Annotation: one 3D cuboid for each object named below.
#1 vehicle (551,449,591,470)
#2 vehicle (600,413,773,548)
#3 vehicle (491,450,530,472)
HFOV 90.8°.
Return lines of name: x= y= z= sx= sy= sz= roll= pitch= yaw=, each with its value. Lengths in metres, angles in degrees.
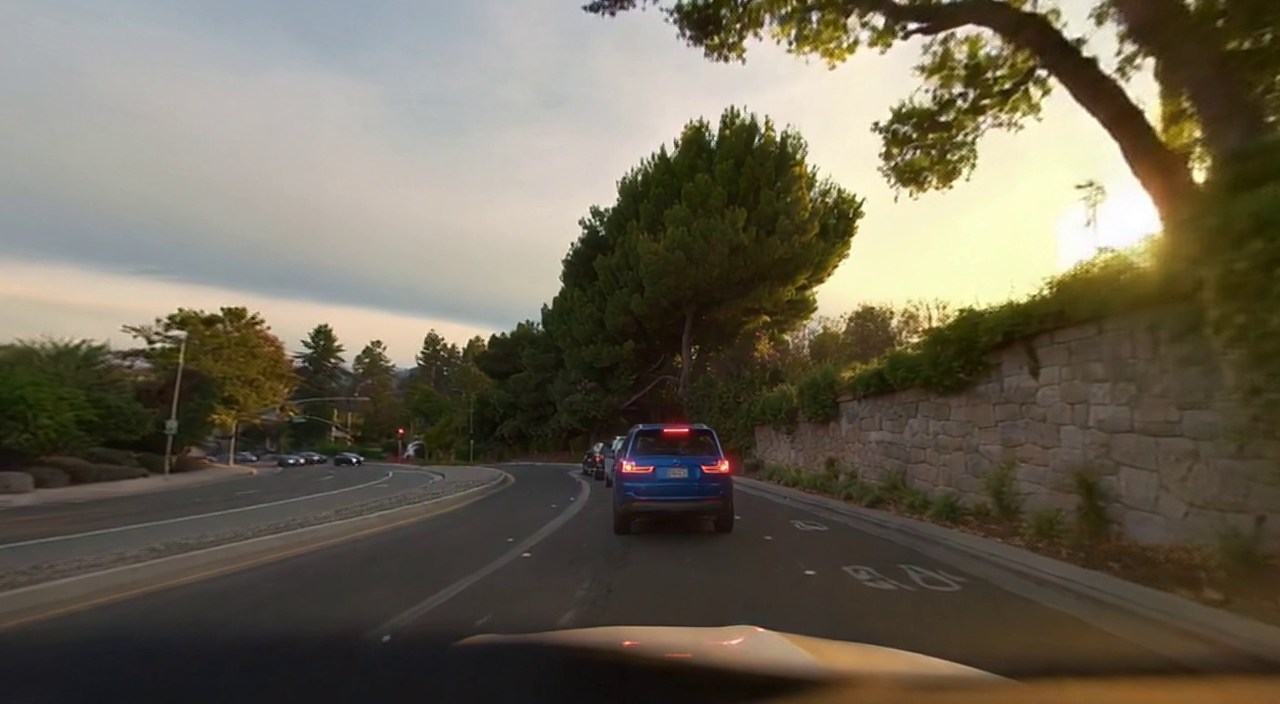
vehicle: x=-5.324 y=8.136 z=48.228 sx=1.932 sy=1.488 sz=4.578 roll=3 pitch=-9 yaw=-20
vehicle: x=0.538 y=2.027 z=10.548 sx=2.287 sy=1.762 sz=4.269 roll=0 pitch=-9 yaw=-2
vehicle: x=-9.542 y=7.899 z=46.142 sx=2.023 sy=1.474 sz=4.286 roll=4 pitch=-9 yaw=-21
